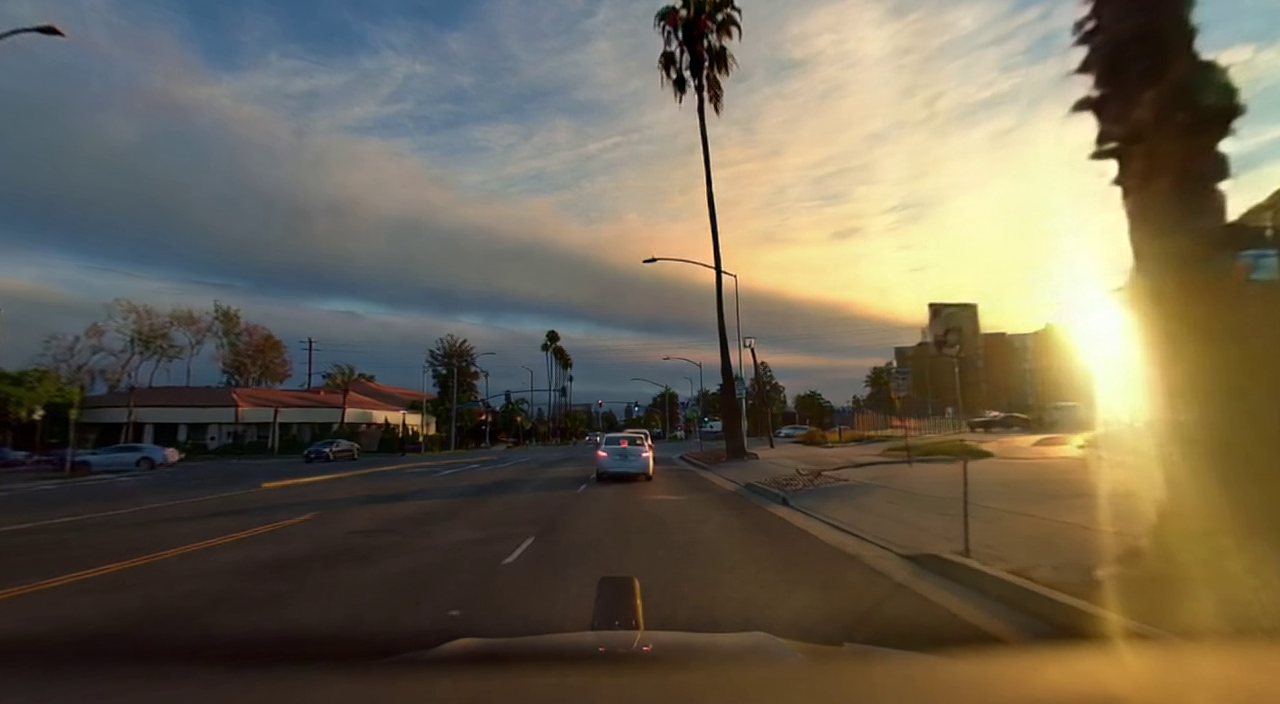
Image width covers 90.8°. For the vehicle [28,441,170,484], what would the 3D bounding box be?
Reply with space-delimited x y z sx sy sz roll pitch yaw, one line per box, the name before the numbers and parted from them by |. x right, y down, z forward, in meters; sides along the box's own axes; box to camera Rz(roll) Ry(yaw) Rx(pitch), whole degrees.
vehicle | -23.782 4.807 28.064 1.974 1.470 4.892 -5 -7 2

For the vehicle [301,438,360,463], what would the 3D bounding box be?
vehicle | -22.920 7.325 46.951 1.990 1.752 4.673 0 -8 0

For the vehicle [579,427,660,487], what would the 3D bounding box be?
vehicle | -0.476 3.015 18.361 2.060 1.526 3.859 -1 -8 2
